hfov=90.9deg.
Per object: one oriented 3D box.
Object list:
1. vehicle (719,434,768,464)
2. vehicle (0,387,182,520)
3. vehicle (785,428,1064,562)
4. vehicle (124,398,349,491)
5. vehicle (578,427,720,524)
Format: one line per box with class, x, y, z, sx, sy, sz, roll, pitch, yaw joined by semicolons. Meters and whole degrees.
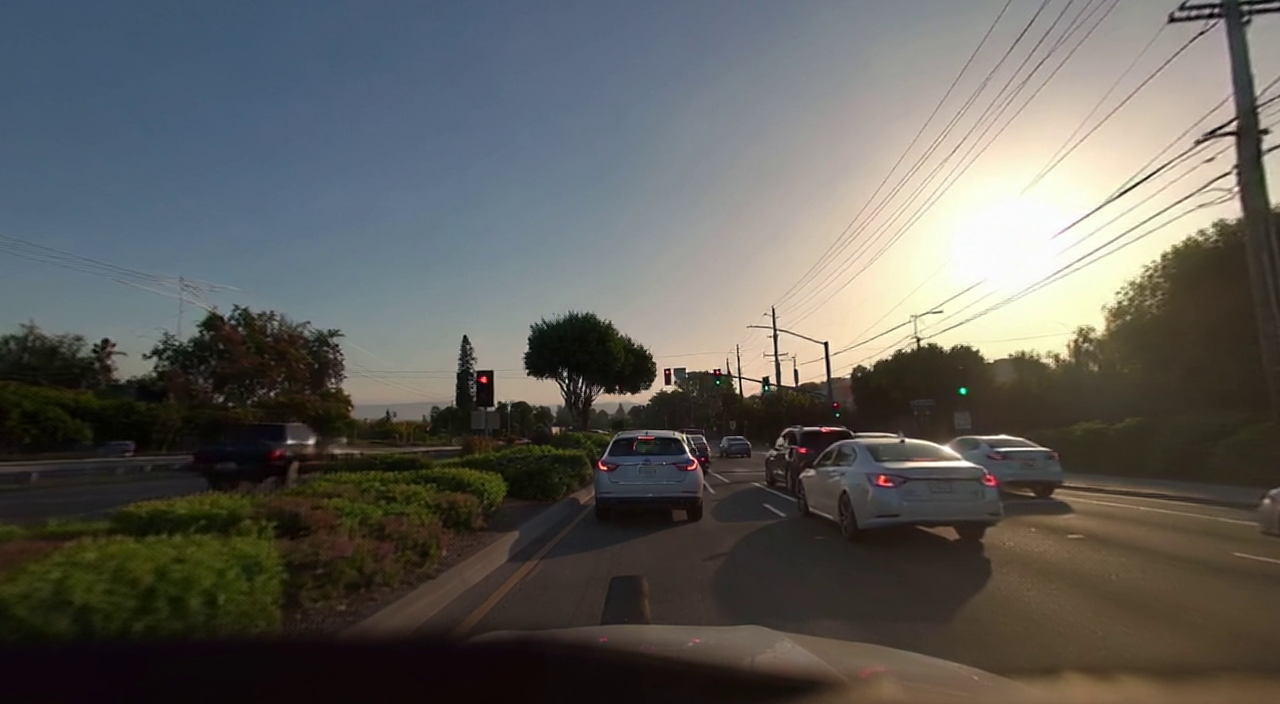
vehicle;5.507;5.227;34.069;1.995;1.491;4.133;0;-8;1
vehicle;-17.659;2.798;17.464;2.934;3.328;8.716;-1;-8;3
vehicle;3.653;1.915;9.255;2.028;1.454;4.531;0;-8;1
vehicle;-17.072;4.098;28.018;3.085;3.375;9.783;-1;-8;3
vehicle;0.164;2.265;12.100;2.208;1.498;4.401;0;-8;1
